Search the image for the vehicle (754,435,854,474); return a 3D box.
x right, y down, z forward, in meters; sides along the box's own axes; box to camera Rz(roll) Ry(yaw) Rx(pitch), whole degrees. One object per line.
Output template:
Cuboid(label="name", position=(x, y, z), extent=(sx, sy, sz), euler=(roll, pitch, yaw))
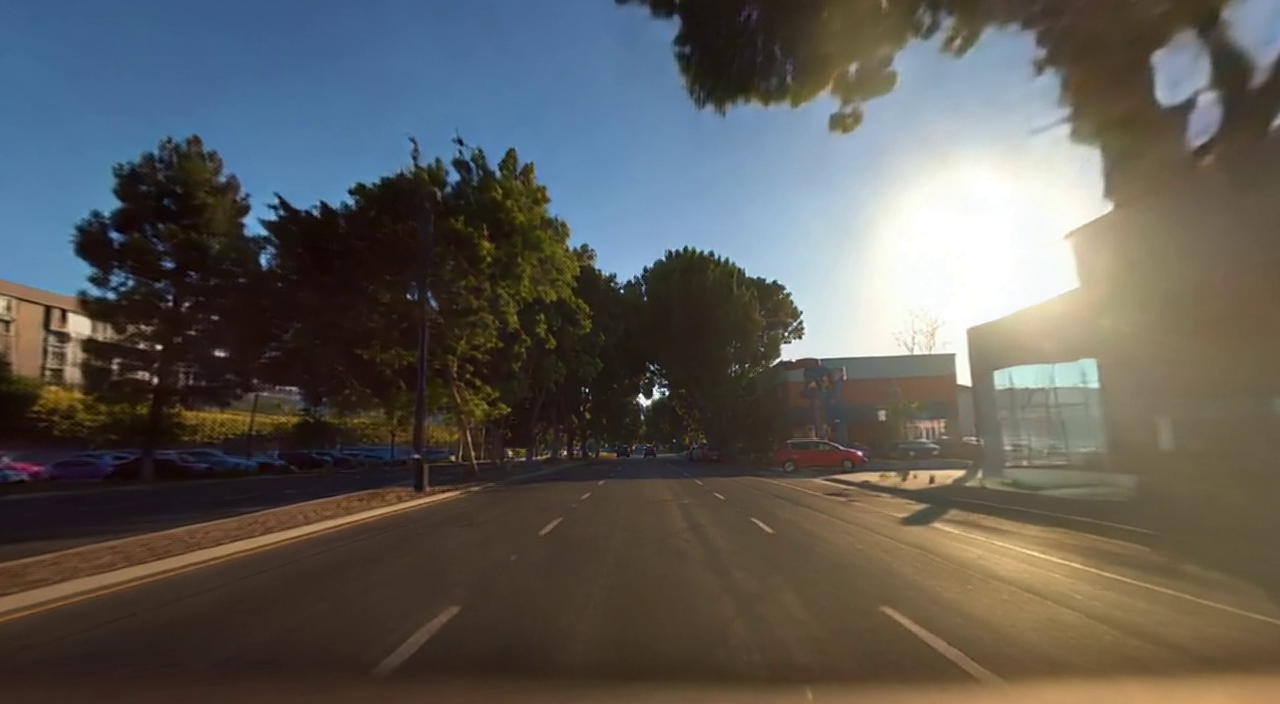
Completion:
Cuboid(label="vehicle", position=(9.427, 5.868, 36.276), extent=(5.329, 2.114, 2.325), euler=(-3, -9, 19))

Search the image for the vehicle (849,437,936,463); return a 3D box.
Cuboid(label="vehicle", position=(16.982, 6.612, 42.545), extent=(4.897, 1.739, 2.259), euler=(0, -9, 2))

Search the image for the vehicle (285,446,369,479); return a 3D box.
Cuboid(label="vehicle", position=(-18.938, 6.695, 38.466), extent=(2.317, 1.830, 5.142), euler=(0, -9, 2))

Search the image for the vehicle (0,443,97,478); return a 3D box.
Cuboid(label="vehicle", position=(-32.107, 5.770, 33.339), extent=(4.718, 1.644, 2.287), euler=(-2, -9, 2))

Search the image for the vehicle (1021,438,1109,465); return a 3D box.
Cuboid(label="vehicle", position=(29.527, 6.905, 43.918), extent=(4.641, 1.816, 1.954), euler=(0, -9, 3))

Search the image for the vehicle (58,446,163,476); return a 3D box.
Cuboid(label="vehicle", position=(-32.353, 6.665, 38.629), extent=(4.557, 1.773, 2.018), euler=(0, -9, 1))
